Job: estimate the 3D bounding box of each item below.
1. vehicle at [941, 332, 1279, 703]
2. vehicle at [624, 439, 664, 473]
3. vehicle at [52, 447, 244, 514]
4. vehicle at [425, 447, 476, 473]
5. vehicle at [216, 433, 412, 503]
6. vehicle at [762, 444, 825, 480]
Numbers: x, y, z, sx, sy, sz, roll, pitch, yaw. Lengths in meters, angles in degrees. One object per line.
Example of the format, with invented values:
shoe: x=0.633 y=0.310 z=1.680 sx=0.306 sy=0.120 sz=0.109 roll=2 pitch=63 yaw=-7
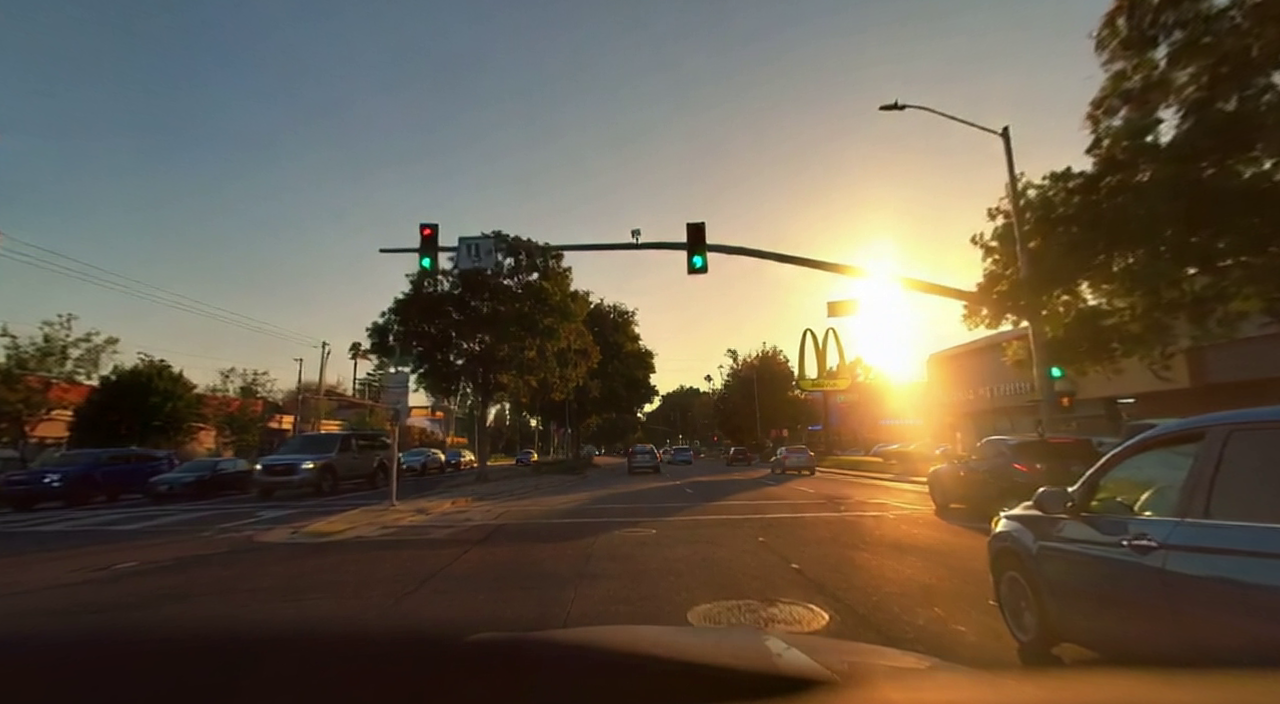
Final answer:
vehicle: x=3.427 y=0.845 z=2.706 sx=2.076 sy=1.716 sz=4.416 roll=0 pitch=-9 yaw=0
vehicle: x=0.187 y=6.510 z=39.716 sx=2.402 sy=1.938 sz=4.535 roll=0 pitch=-9 yaw=-1
vehicle: x=-14.058 y=3.652 z=18.514 sx=2.015 sy=1.679 sz=4.535 roll=0 pitch=-9 yaw=-1
vehicle: x=-14.045 y=8.031 z=47.212 sx=2.159 sy=1.836 sz=5.038 roll=0 pitch=-9 yaw=1
vehicle: x=-10.517 y=3.812 z=21.431 sx=2.909 sy=1.956 sz=6.908 roll=0 pitch=-9 yaw=1
vehicle: x=6.952 y=5.004 z=28.959 sx=1.879 sy=1.517 sz=4.006 roll=0 pitch=-9 yaw=0
